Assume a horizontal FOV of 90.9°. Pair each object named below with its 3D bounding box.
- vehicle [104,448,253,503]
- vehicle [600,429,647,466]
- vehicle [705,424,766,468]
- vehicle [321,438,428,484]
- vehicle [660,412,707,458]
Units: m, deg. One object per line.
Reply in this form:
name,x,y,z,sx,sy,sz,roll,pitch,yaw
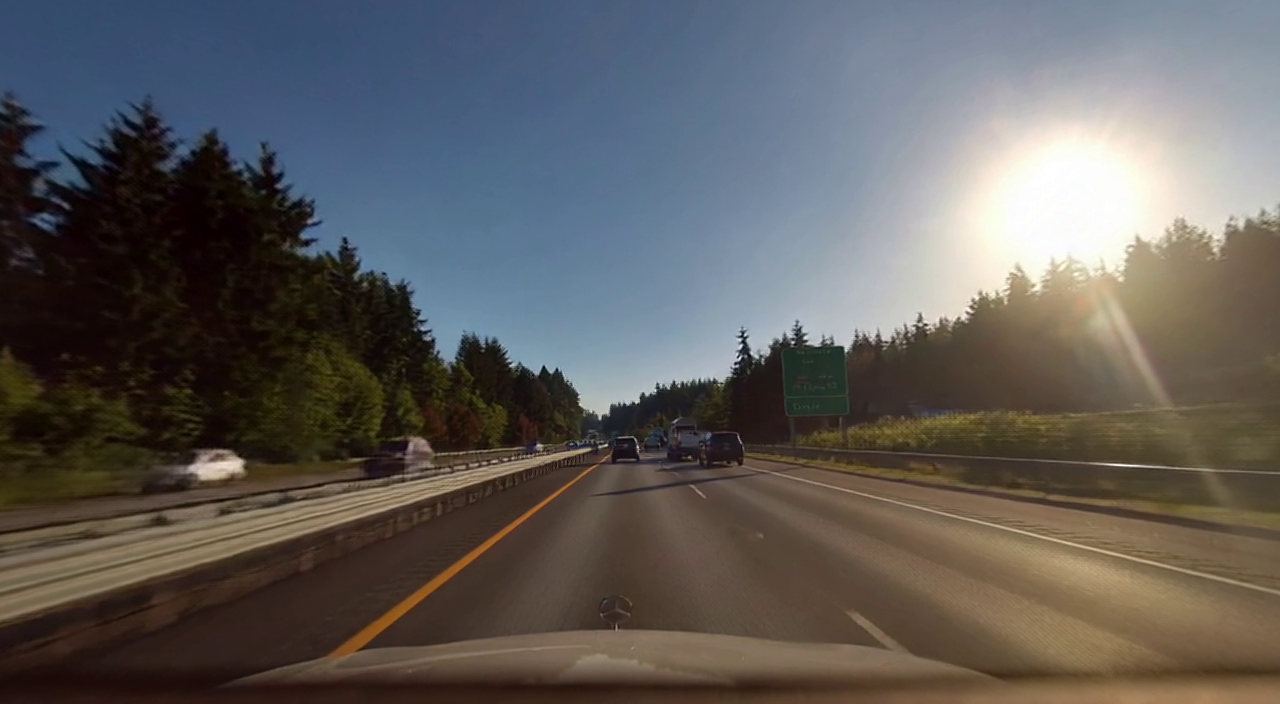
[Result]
vehicle,-14.043,3.737,19.492,1.806,1.418,3.732,0,-8,-1
vehicle,-0.819,4.744,31.582,2.206,1.681,4.111,0,-8,-1
vehicle,4.375,4.379,29.668,2.073,1.905,4.023,0,-8,-3
vehicle,-9.776,3.995,23.629,2.163,1.522,4.269,0,-8,0
vehicle,3.029,6.058,45.884,2.728,3.053,7.708,0,-8,-1
